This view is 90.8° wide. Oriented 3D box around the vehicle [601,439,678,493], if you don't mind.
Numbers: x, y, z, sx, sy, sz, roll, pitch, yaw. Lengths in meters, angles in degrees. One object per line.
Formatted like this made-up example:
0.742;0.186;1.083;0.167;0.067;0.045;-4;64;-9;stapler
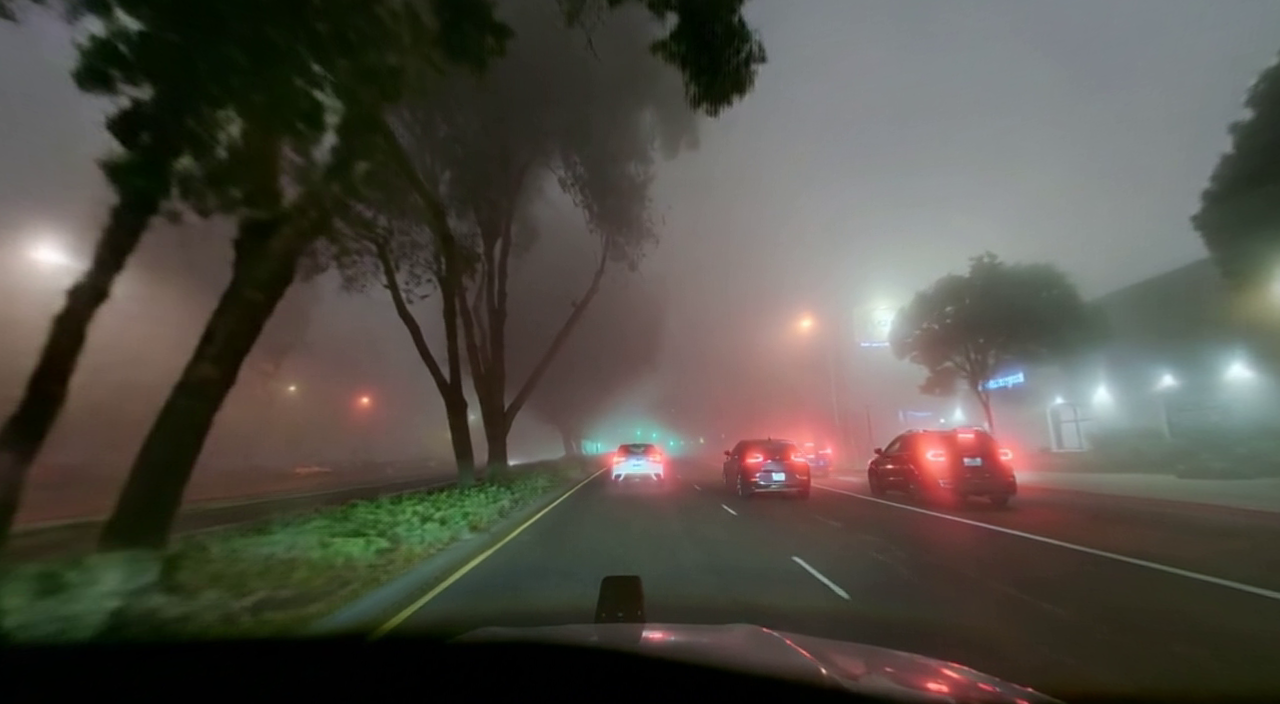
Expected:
-0.051;3.481;19.625;2.101;1.444;4.248;0;-9;-1;vehicle

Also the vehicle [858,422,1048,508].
7.178;2.656;15.264;2.052;1.708;4.842;0;-9;-1;vehicle

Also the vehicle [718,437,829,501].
3.401;3.066;16.978;1.993;1.477;4.240;0;-9;-1;vehicle

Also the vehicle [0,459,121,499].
-26.411;5.652;28.270;4.559;1.663;2.059;-1;-9;3;vehicle
